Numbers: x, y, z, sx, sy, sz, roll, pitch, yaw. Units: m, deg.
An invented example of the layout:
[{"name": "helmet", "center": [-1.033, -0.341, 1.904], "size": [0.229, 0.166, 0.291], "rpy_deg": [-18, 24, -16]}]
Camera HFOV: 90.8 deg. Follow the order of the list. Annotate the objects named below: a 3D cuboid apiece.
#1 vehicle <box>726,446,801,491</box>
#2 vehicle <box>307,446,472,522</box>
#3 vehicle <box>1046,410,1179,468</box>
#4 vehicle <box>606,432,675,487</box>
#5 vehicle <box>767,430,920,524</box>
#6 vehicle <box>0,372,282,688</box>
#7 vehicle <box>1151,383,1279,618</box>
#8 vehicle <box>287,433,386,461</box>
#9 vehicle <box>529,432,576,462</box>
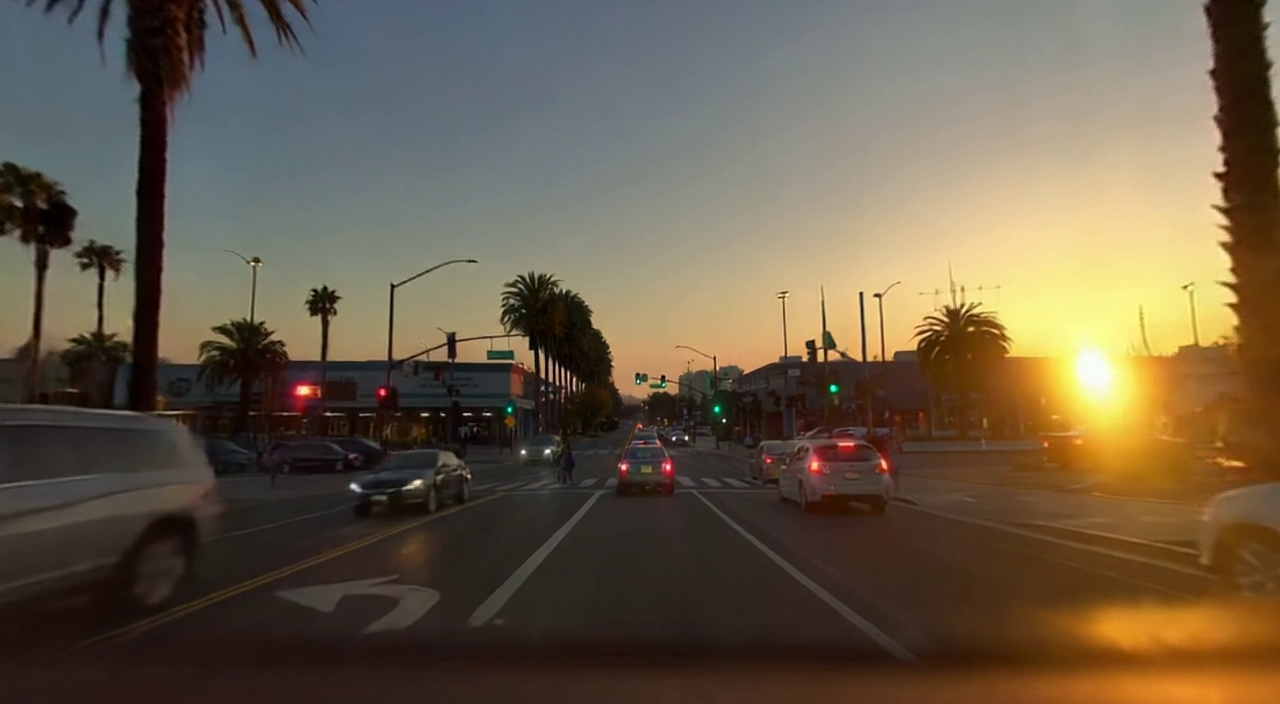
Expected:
[{"name": "vehicle", "center": [4.373, 4.163, 23.098], "size": [1.963, 1.449, 4.653], "rpy_deg": [-1, -8, 2]}, {"name": "vehicle", "center": [-5.525, 2.923, 14.692], "size": [2.009, 1.461, 4.484], "rpy_deg": [0, -8, 0]}, {"name": "vehicle", "center": [17.045, 3.087, 22.830], "size": [3.704, 1.556, 1.790], "rpy_deg": [-4, -2, -14]}, {"name": "vehicle", "center": [-0.022, 3.886, 23.156], "size": [2.264, 1.798, 4.531], "rpy_deg": [0, -8, -1]}, {"name": "vehicle", "center": [4.231, 2.655, 14.006], "size": [2.070, 1.711, 4.480], "rpy_deg": [-1, -8, 3]}, {"name": "vehicle", "center": [-4.785, 1.063, 3.912], "size": [2.341, 1.762, 4.865], "rpy_deg": [0, -8, -1]}, {"name": "vehicle", "center": [6.218, 0.987, 3.692], "size": [1.981, 1.893, 5.238], "rpy_deg": [0, -8, -1]}, {"name": "vehicle", "center": [-20.728, 6.501, 43.271], "size": [5.674, 1.804, 2.190], "rpy_deg": [-1, -8, 6]}, {"name": "vehicle", "center": [-5.620, 6.214, 41.299], "size": [2.324, 1.808, 4.946], "rpy_deg": [0, -8, 1]}]
